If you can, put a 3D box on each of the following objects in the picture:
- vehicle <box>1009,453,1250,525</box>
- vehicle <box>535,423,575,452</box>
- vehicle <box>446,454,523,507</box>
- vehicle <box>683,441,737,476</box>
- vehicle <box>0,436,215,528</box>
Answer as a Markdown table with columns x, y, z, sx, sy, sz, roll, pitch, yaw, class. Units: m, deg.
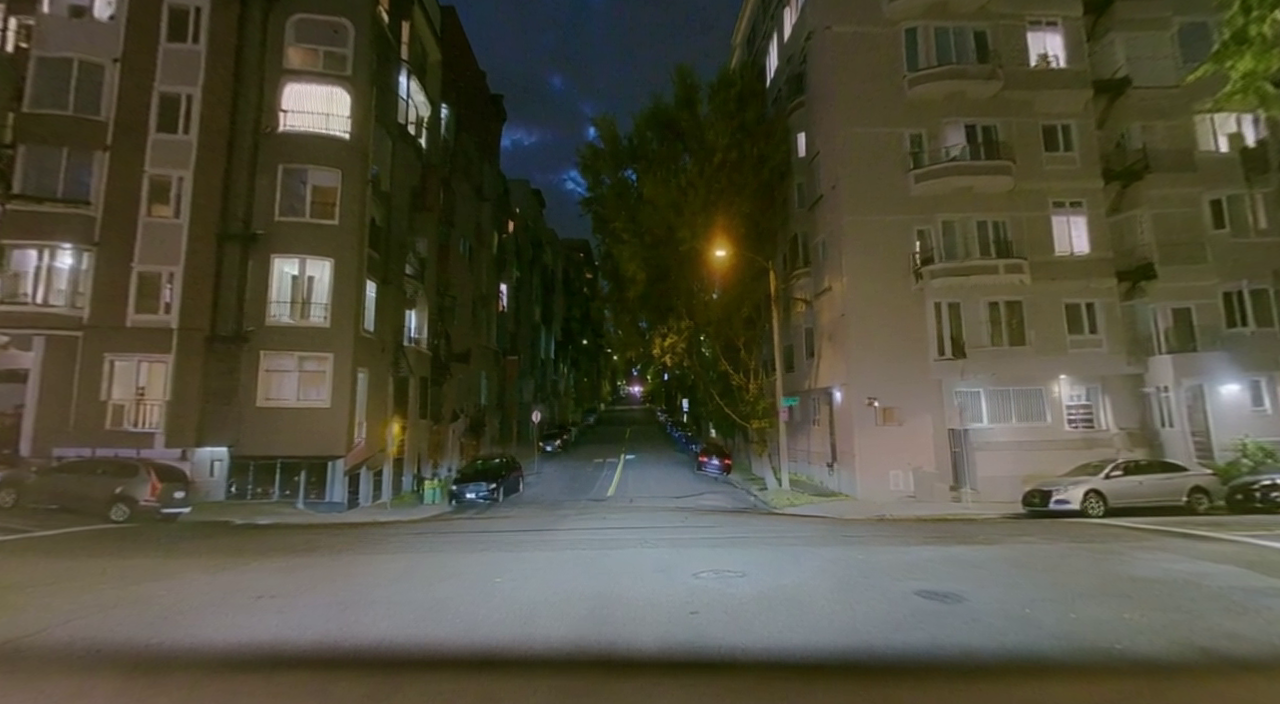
| x | y | z | sx | sy | sz | roll | pitch | yaw | class |
| --- | --- | --- | --- | --- | --- | --- | --- | --- | --- |
| 12.520 | 3.489 | 16.408 | 4.596 | 1.690 | 1.972 | 0 | -8 | -1 | vehicle |
| -6.153 | 6.203 | 45.993 | 2.101 | 1.732 | 4.119 | -3 | -4 | 3 | vehicle |
| -5.851 | 4.843 | 24.264 | 1.987 | 1.662 | 4.141 | -2 | -7 | -1 | vehicle |
| 3.430 | 5.308 | 31.949 | 2.051 | 1.526 | 4.673 | 0 | -7 | -2 | vehicle |
| -13.941 | 3.383 | 16.402 | 4.243 | 1.676 | 1.844 | 7 | -13 | 1 | vehicle |
